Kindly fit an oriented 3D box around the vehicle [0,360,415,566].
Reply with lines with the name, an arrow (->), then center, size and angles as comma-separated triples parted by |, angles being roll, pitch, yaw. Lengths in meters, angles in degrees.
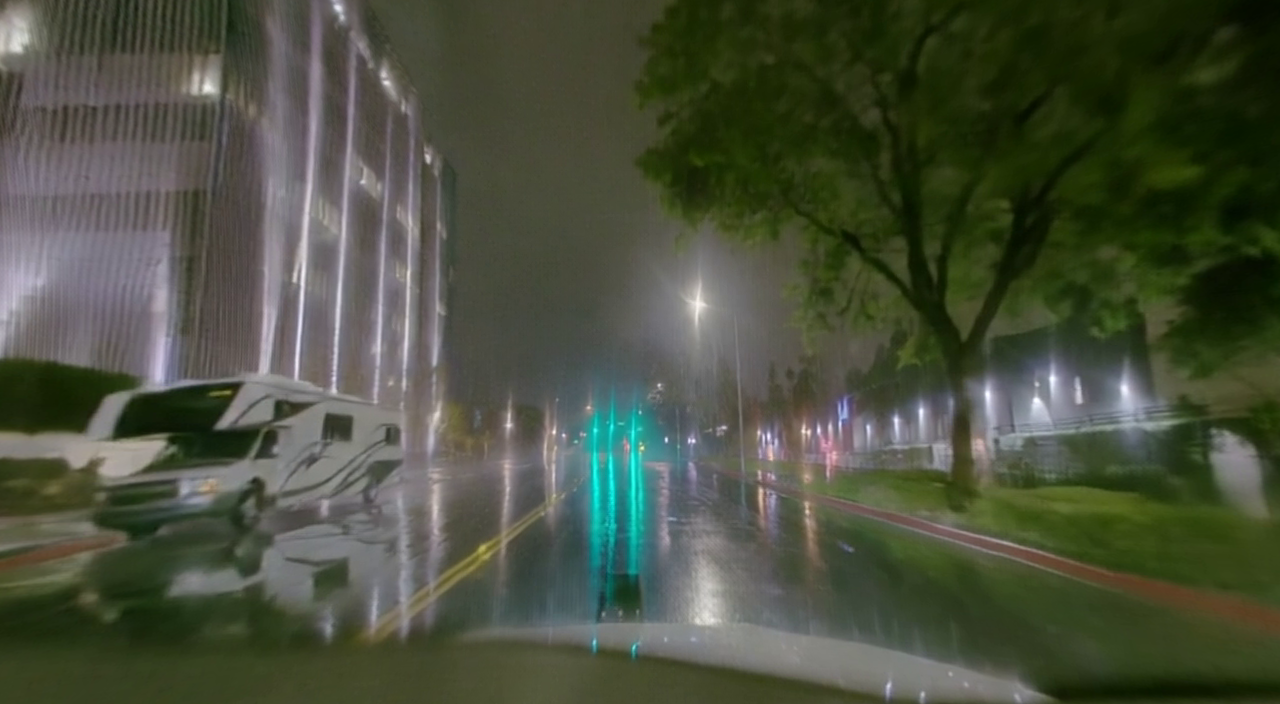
vehicle -> -7.407, 2.019, 12.610 | 3.108, 2.771, 7.999 | 0, -7, -2
